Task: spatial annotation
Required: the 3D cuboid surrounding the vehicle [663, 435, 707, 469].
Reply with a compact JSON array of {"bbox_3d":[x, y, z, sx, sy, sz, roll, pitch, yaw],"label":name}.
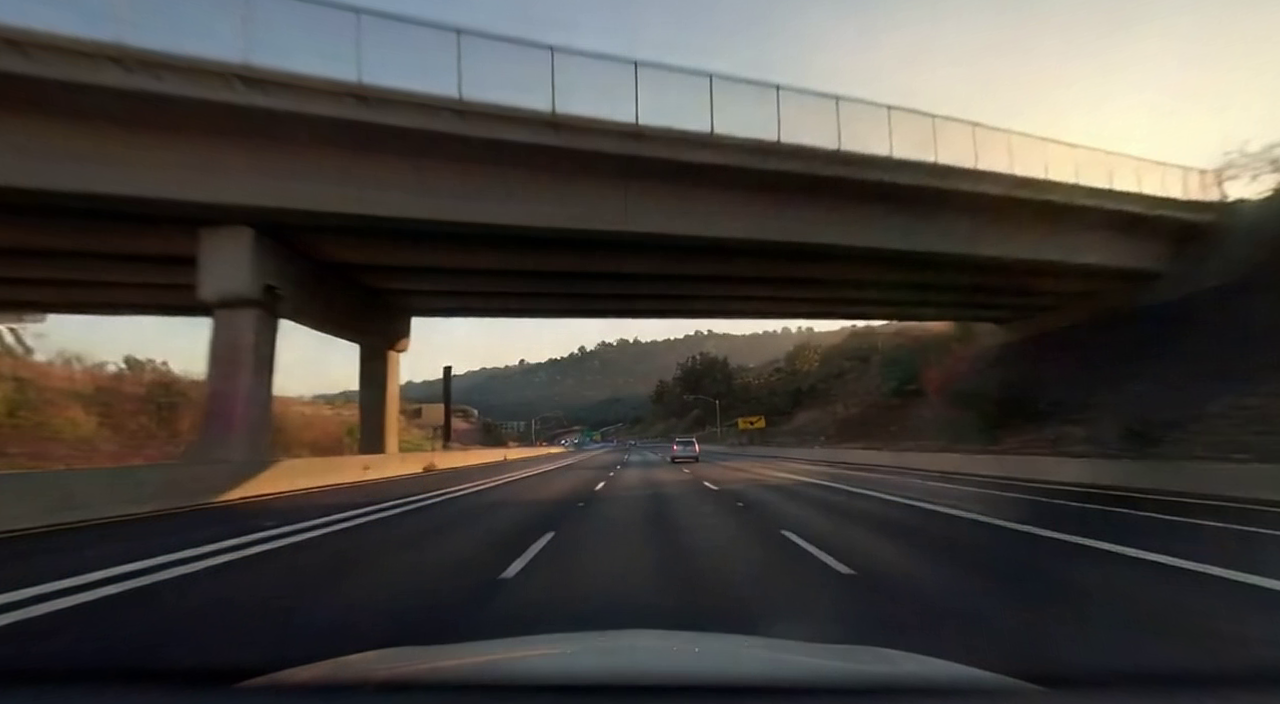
[{"bbox_3d":[2.332,5.312,33.633,2.050,1.654,4.192,0,-8,0],"label":"vehicle"}]
